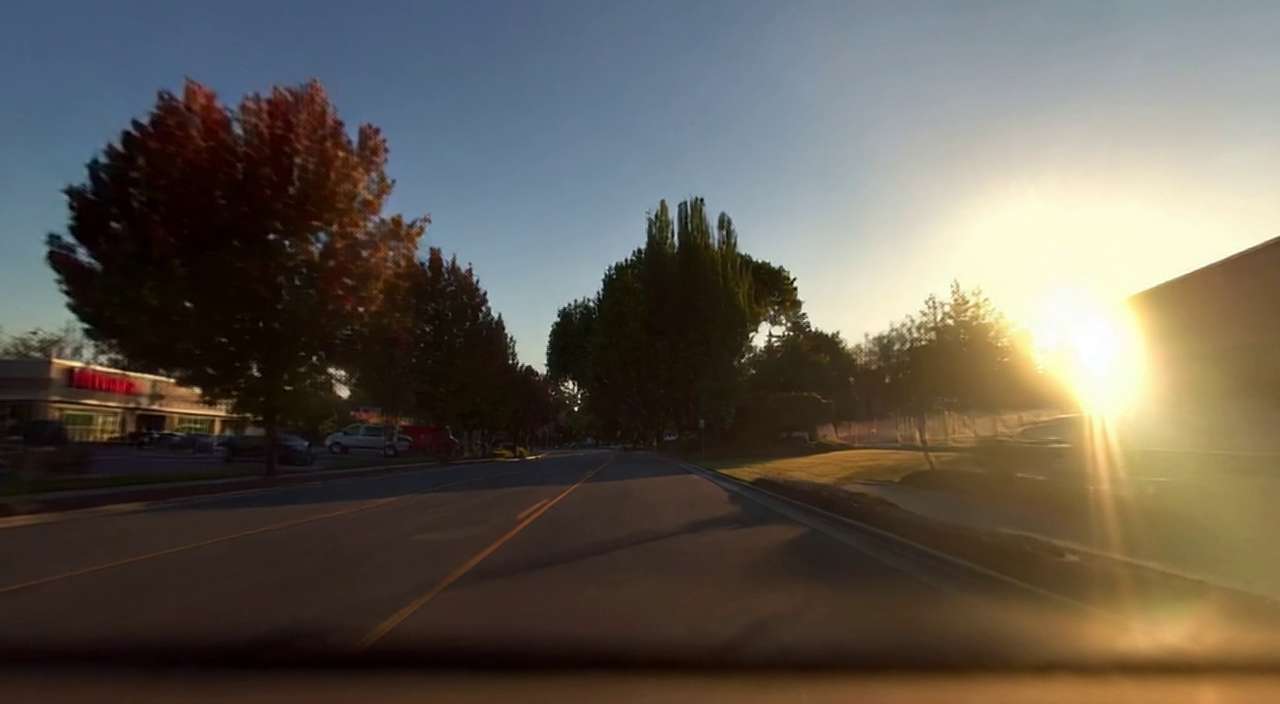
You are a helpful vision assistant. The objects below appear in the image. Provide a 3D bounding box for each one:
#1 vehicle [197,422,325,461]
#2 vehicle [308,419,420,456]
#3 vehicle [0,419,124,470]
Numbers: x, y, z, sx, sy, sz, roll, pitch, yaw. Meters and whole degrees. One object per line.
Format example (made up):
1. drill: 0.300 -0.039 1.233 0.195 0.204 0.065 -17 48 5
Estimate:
1. vehicle: -19.466 4.636 32.651 5.109 1.891 2.206 0 -9 -1
2. vehicle: -19.859 6.193 45.741 6.919 2.613 2.356 1 -9 -5
3. vehicle: -18.473 2.791 19.030 4.238 1.459 1.753 0 -9 0
